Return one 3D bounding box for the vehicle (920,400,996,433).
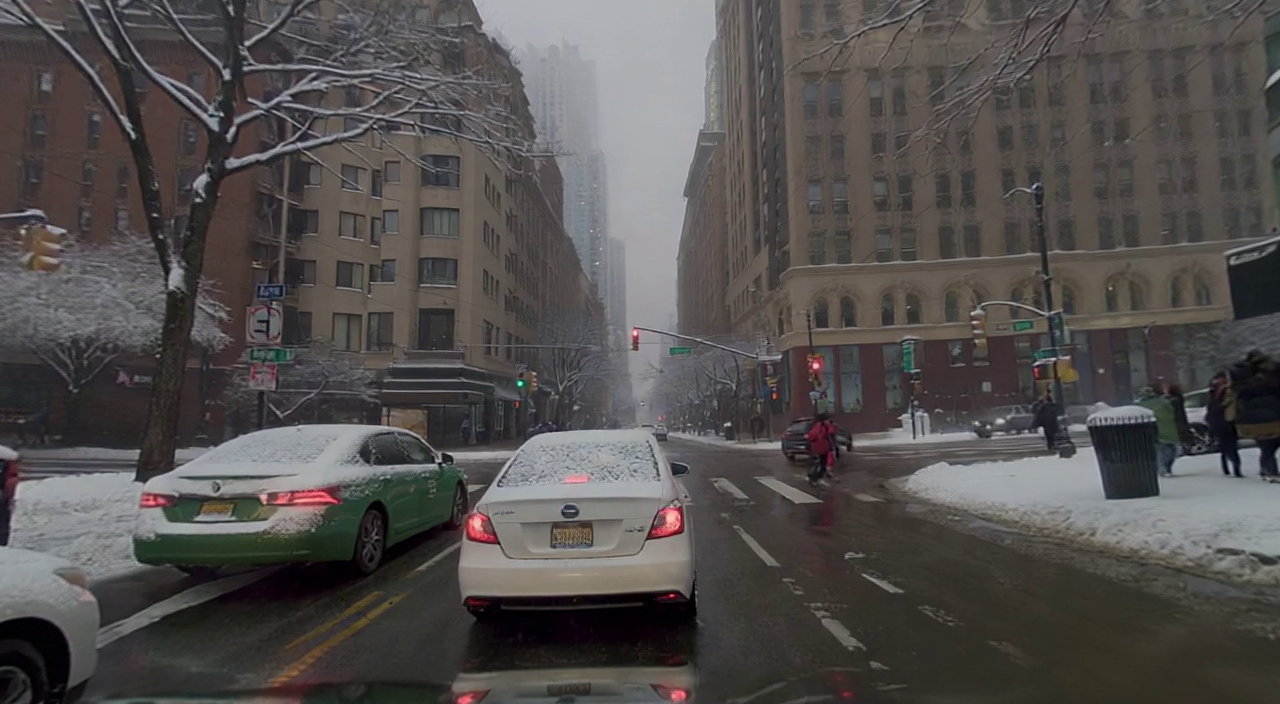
[{"bbox_3d":[19.011,3.883,37.695,4.657,1.769,1.979,6,-10,-35],"label":"vehicle"}]

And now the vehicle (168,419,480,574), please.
[{"bbox_3d":[-3.694,1.756,8.477,1.934,1.522,4.287,0,-8,0],"label":"vehicle"}]

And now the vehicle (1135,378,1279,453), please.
[{"bbox_3d":[21.620,2.362,22.885,5.863,2.493,2.354,2,-9,-12],"label":"vehicle"}]

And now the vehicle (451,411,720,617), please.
[{"bbox_3d":[-0.423,1.499,6.732,1.999,1.520,3.896,0,-8,-1],"label":"vehicle"}]

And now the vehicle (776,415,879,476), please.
[{"bbox_3d":[5.960,2.909,19.732,1.958,1.667,4.392,-5,-10,30],"label":"vehicle"}]

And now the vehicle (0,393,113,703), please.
[{"bbox_3d":[-3.917,0.708,1.192,1.995,1.524,4.438,0,-8,0],"label":"vehicle"}]
